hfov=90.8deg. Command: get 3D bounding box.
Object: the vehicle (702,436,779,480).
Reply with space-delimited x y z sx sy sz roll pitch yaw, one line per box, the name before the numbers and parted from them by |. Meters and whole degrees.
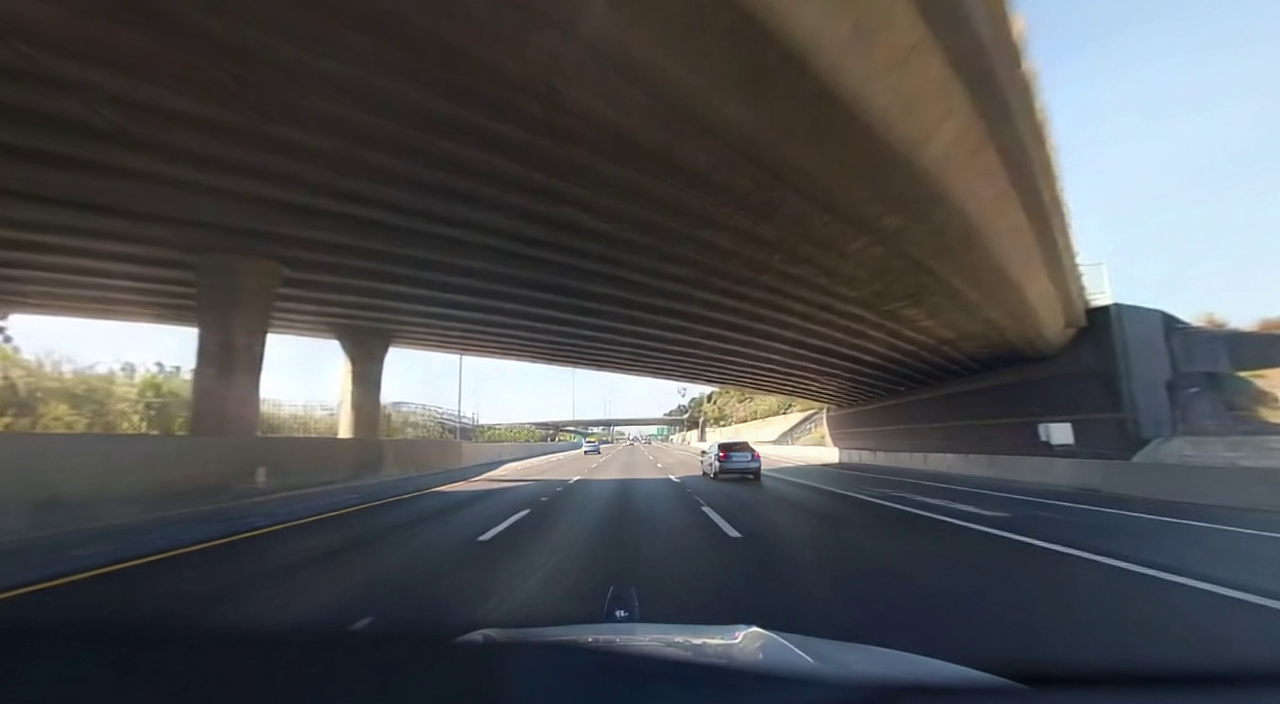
vehicle | 3.657 3.950 23.835 2.060 1.485 4.274 0 -9 -2
